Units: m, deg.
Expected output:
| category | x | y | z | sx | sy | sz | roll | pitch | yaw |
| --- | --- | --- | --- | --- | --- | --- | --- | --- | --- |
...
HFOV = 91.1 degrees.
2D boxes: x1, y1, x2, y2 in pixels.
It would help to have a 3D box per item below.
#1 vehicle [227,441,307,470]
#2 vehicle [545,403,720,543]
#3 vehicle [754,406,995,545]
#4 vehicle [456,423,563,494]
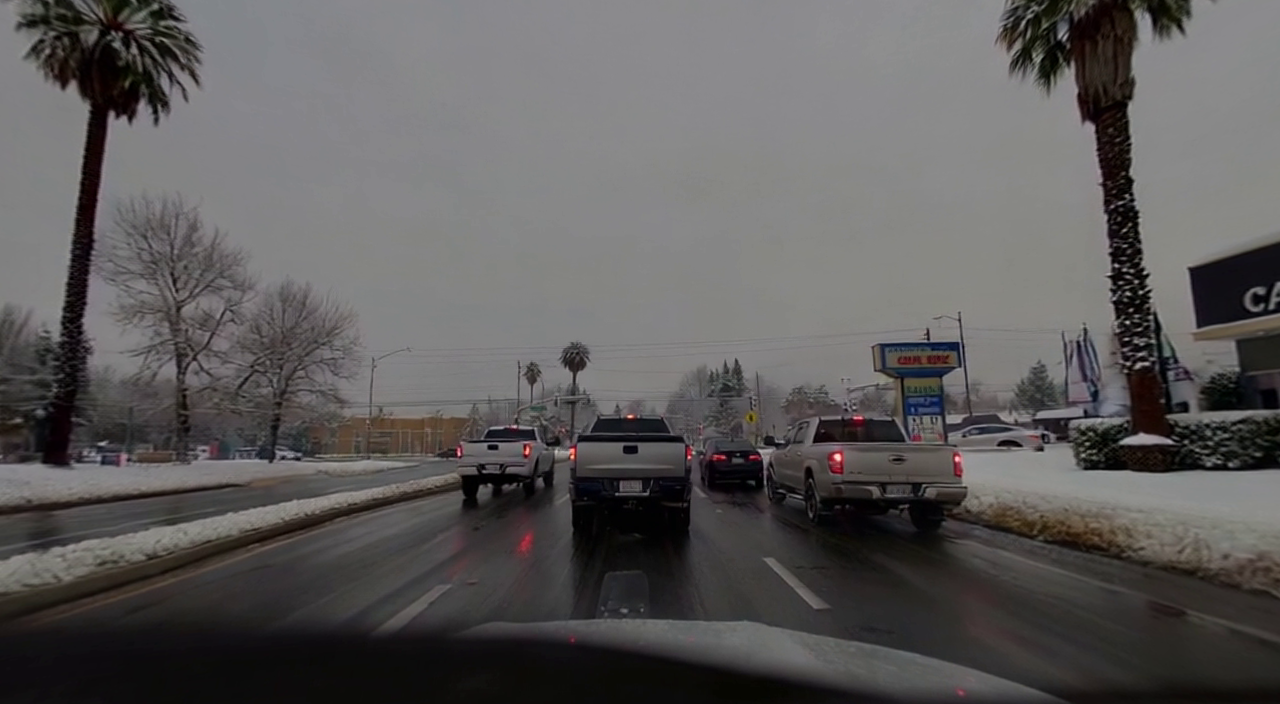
| category | x | y | z | sx | sy | sz | roll | pitch | yaw |
| --- | --- | --- | --- | --- | --- | --- | --- | --- | --- |
| vehicle | -29.031 | 8.043 | 49.174 | 2.543 | 2.092 | 6.613 | 0 | -8 | -3 |
| vehicle | -0.043 | 1.995 | 11.053 | 2.295 | 1.835 | 5.471 | 0 | -8 | 1 |
| vehicle | 3.603 | 2.041 | 11.128 | 2.120 | 1.828 | 5.531 | 0 | -8 | 0 |
| vehicle | -3.675 | 3.114 | 18.646 | 2.071 | 1.811 | 4.605 | 0 | -8 | 1 |
